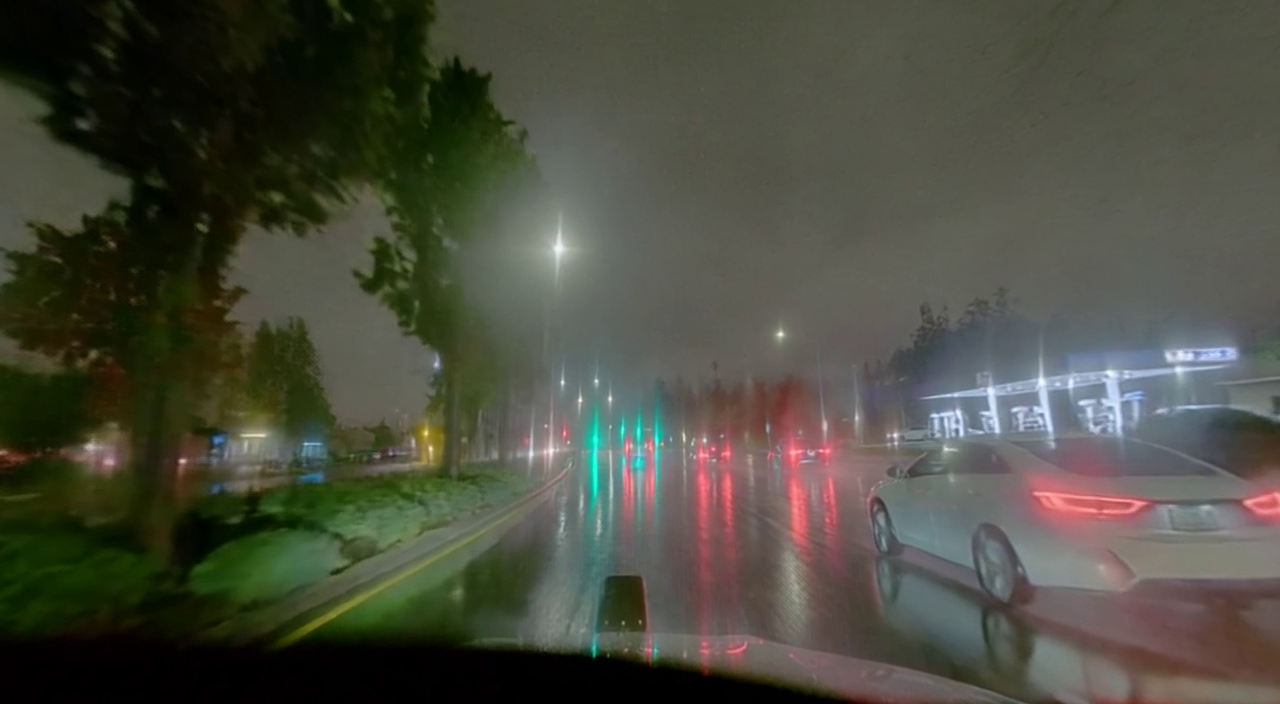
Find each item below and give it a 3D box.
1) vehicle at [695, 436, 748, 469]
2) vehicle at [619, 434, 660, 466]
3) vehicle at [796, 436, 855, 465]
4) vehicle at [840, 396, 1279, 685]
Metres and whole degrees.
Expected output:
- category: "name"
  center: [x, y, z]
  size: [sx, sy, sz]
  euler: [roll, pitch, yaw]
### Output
- category: "vehicle"
  center: [3.984, 5.012, 31.383]
  size: [1.980, 1.515, 4.362]
  euler: [0, -9, -1]
- category: "vehicle"
  center: [-0.052, 5.541, 35.603]
  size: [2.172, 1.694, 4.055]
  euler: [0, -9, -1]
- category: "vehicle"
  center: [10.120, 5.405, 34.508]
  size: [1.906, 1.488, 4.251]
  euler: [0, -9, 0]
- category: "vehicle"
  center: [3.678, 1.342, 5.731]
  size: [2.119, 1.509, 4.756]
  euler: [0, -9, 0]
